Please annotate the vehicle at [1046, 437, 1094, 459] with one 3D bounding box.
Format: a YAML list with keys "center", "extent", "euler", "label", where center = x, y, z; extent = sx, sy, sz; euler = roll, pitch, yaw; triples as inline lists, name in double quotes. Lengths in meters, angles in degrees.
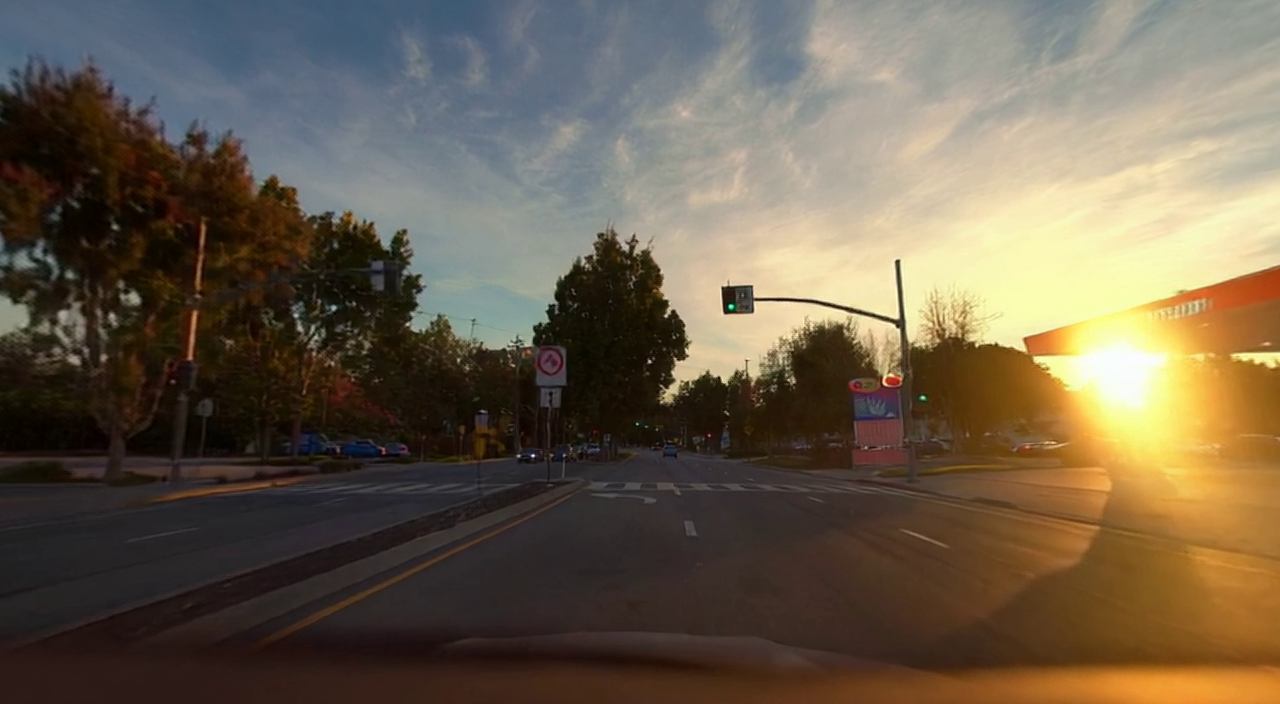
- center: [30.427, 6.796, 44.663]
  extent: [4.406, 1.480, 1.815]
  euler: [8, -12, -44]
  label: "vehicle"

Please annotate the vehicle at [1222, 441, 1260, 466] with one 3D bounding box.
- center: [45.950, 7.744, 48.363]
  extent: [1.794, 1.560, 4.452]
  euler: [-3, -6, 40]
  label: "vehicle"

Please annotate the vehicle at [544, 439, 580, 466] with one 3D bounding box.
- center: [-5.404, 7.048, 44.363]
  extent: [1.987, 1.747, 4.545]
  euler: [0, -9, 0]
  label: "vehicle"

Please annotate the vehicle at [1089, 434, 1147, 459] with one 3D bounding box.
- center: [32.237, 6.380, 42.564]
  extent: [4.355, 1.561, 2.103]
  euler: [7, -11, -40]
  label: "vehicle"

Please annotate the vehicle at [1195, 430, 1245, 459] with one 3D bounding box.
- center: [36.161, 5.787, 39.346]
  extent: [3.928, 1.684, 1.912]
  euler: [8, -12, -44]
  label: "vehicle"

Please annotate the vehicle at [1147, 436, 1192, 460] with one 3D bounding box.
- center: [34.050, 6.172, 40.572]
  extent: [1.771, 1.422, 3.931]
  euler: [-9, -12, 44]
  label: "vehicle"
